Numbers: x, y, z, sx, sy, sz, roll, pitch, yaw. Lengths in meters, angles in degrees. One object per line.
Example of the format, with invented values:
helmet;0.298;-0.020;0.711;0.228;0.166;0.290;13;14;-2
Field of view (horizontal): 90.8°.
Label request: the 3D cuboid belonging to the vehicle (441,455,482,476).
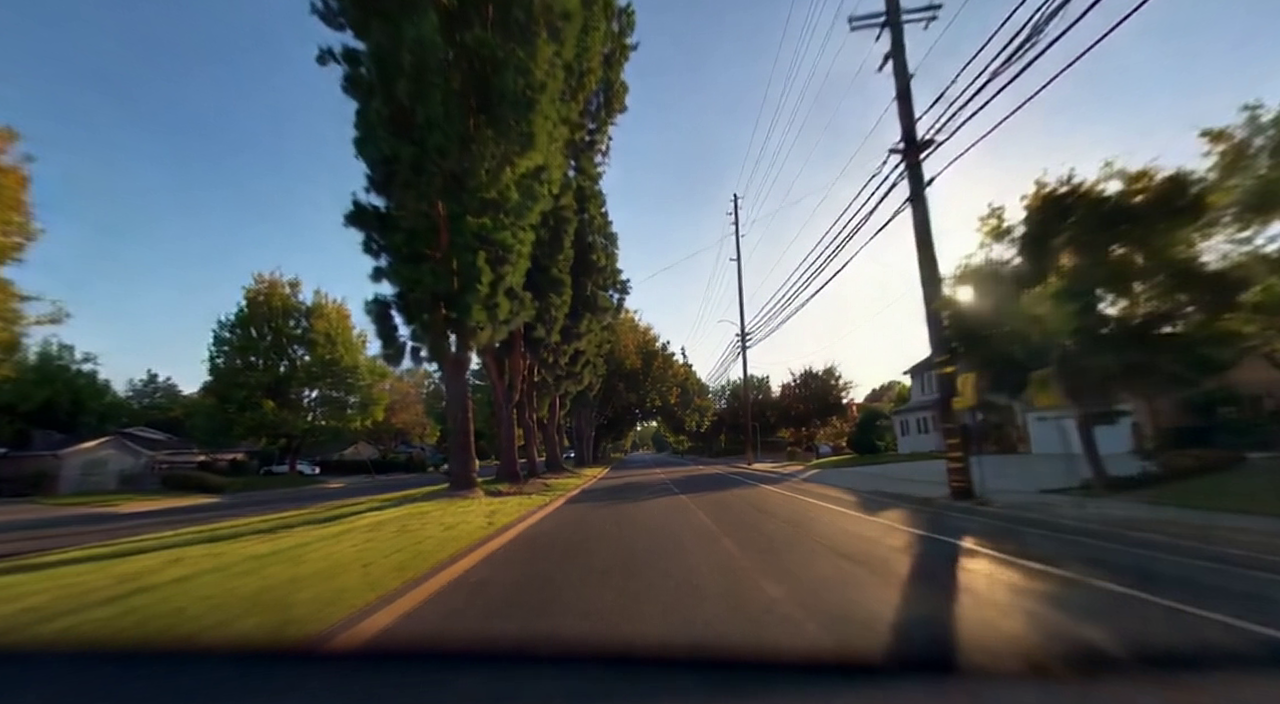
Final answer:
vehicle;-13.642;8.666;48.535;1.897;1.451;4.298;0;-9;0
